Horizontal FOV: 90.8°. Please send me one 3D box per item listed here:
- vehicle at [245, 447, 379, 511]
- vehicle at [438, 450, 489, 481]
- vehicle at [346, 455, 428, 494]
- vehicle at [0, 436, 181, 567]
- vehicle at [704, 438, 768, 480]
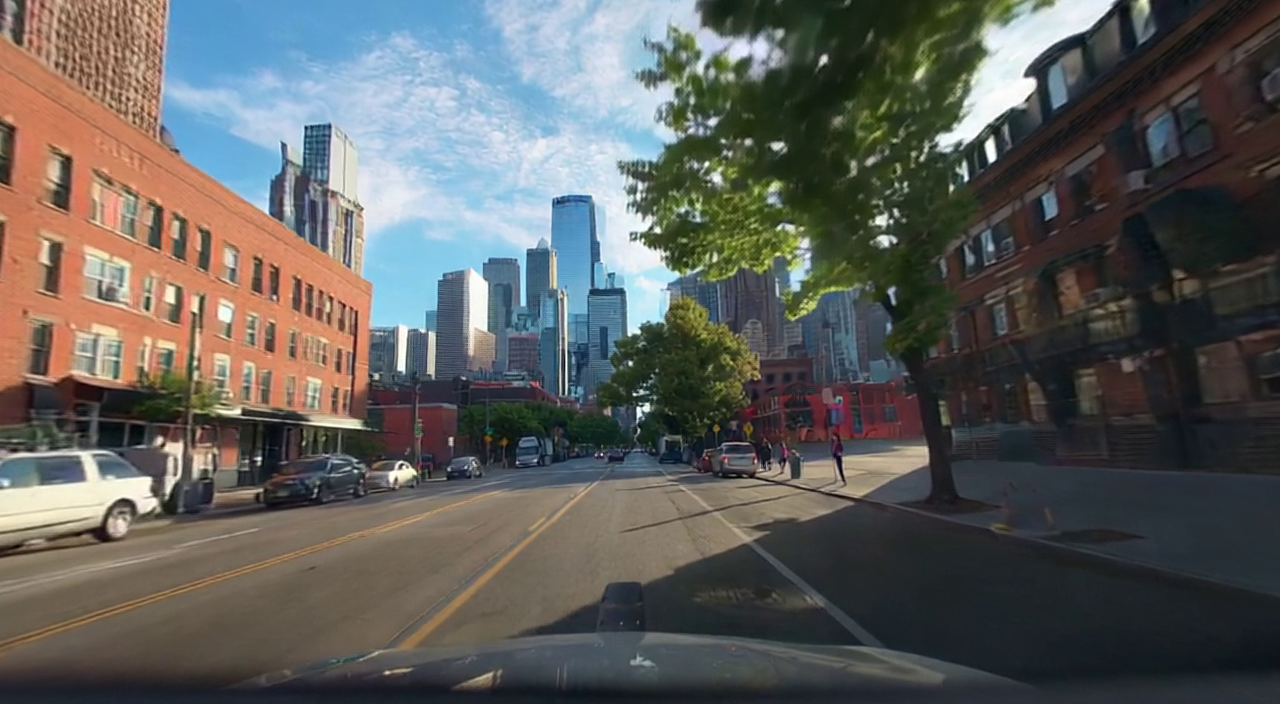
[{"bbox_3d":[-11.335,4.374,22.407,1.970,1.828,5.519,-3,-9,-2],"label":"vehicle"},{"bbox_3d":[-11.261,7.259,40.602,2.039,1.770,4.445,-3,-10,-1],"label":"vehicle"},{"bbox_3d":[-11.376,5.532,28.758,2.007,1.511,4.280,-4,-10,0],"label":"vehicle"},{"bbox_3d":[-10.836,2.400,10.010,2.574,1.922,6.292,-4,-9,-1],"label":"vehicle"},{"bbox_3d":[4.637,5.288,31.423,2.237,1.908,5.320,0,-9,-1],"label":"vehicle"}]
